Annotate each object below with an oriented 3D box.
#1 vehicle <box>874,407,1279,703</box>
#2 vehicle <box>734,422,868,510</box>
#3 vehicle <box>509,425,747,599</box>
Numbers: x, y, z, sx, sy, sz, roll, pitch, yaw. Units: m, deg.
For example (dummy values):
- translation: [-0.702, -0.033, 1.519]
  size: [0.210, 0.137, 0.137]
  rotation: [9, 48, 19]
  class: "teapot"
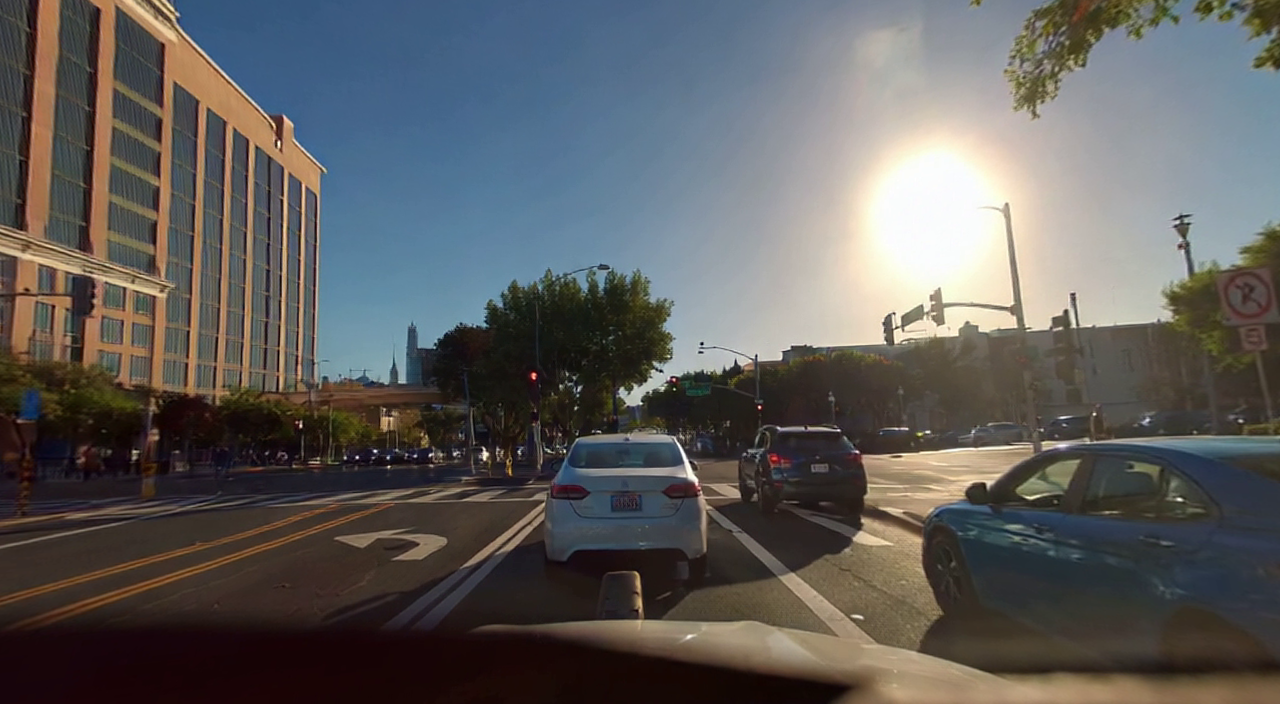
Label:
- translation: [3.371, 1.231, 4.345]
  size: [1.833, 1.465, 4.258]
  rotation: [0, -8, -1]
  class: "vehicle"
- translation: [3.545, 2.613, 14.911]
  size: [1.978, 1.738, 4.599]
  rotation: [0, -8, 1]
  class: "vehicle"
- translation: [-0.120, 1.698, 7.537]
  size: [2.096, 1.521, 3.747]
  rotation: [0, -8, 0]
  class: "vehicle"
